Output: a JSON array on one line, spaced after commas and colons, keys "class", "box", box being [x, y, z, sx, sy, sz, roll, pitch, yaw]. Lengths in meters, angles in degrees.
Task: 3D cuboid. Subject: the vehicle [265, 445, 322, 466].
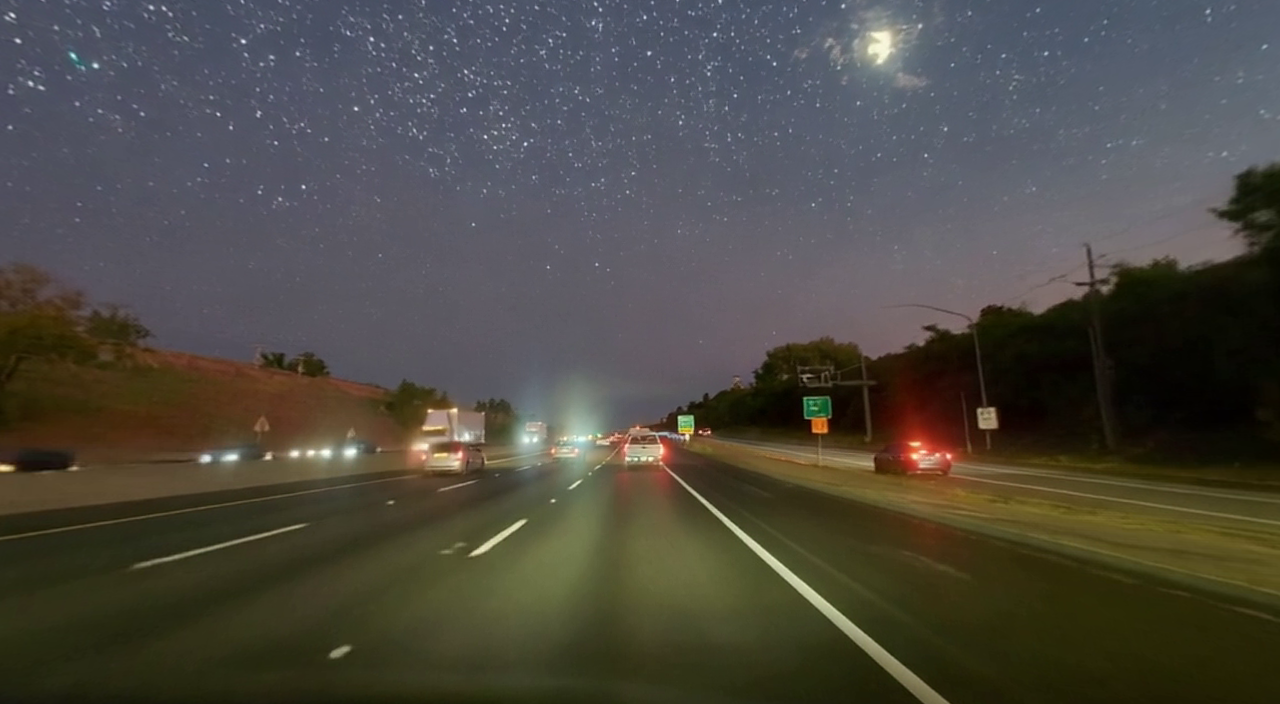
[{"class": "vehicle", "box": [-25.198, 7.555, 46.113, 1.873, 1.435, 4.122, 0, -8, 0]}]

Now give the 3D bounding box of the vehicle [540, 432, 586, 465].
[{"class": "vehicle", "box": [-4.270, 5.445, 35.598, 2.044, 1.717, 4.421, 0, -8, 0]}]

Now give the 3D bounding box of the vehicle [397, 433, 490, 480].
[{"class": "vehicle", "box": [-7.728, 4.158, 25.403, 2.195, 1.652, 4.733, 0, -8, 0]}]

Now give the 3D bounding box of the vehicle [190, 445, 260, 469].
[{"class": "vehicle", "box": [-29.020, 7.359, 44.382, 1.813, 1.570, 4.679, 0, -8, -1]}]

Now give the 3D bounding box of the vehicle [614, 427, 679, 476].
[{"class": "vehicle", "box": [0.191, 3.973, 25.413, 2.378, 1.750, 4.355, 0, -8, -1]}]

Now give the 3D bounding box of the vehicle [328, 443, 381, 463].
[{"class": "vehicle", "box": [-21.347, 7.569, 47.468, 1.839, 1.455, 4.501, 0, -8, 0]}]
